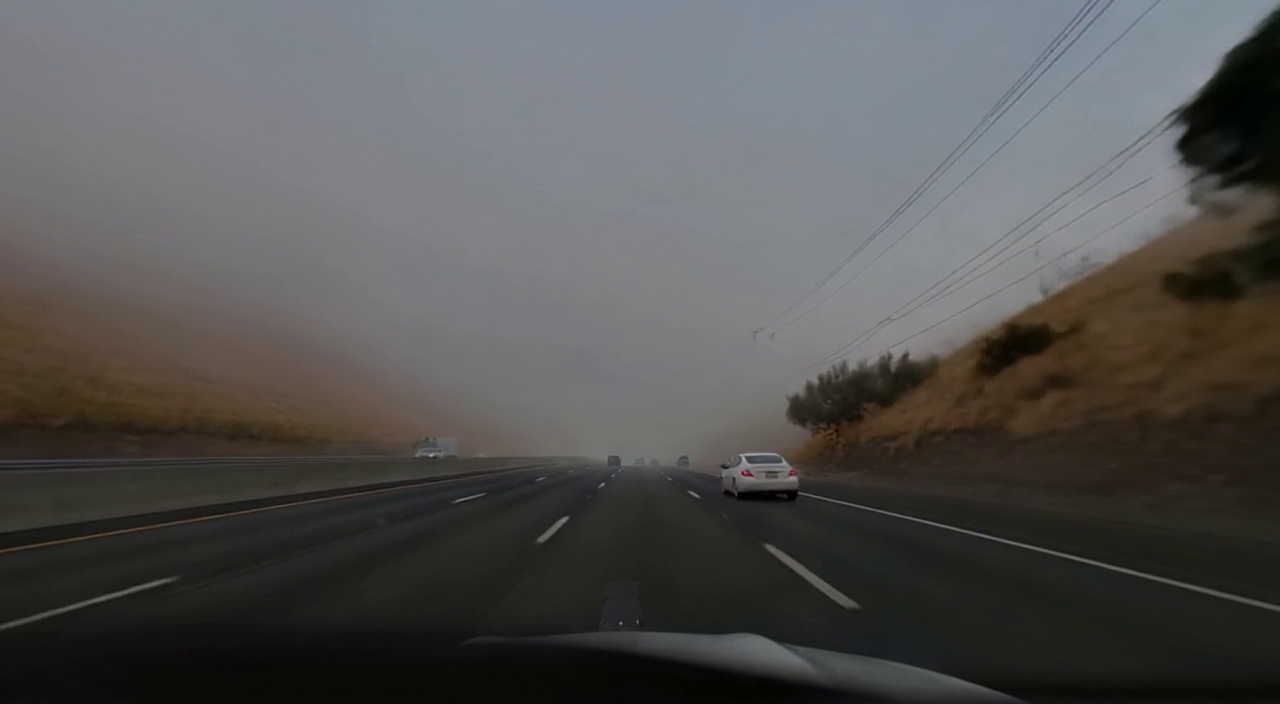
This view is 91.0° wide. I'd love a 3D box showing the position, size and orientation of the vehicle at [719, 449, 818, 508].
[{"bbox_3d":[3.745,3.750,19.190,2.086,1.542,4.355,0,-9,0],"label":"vehicle"}]
